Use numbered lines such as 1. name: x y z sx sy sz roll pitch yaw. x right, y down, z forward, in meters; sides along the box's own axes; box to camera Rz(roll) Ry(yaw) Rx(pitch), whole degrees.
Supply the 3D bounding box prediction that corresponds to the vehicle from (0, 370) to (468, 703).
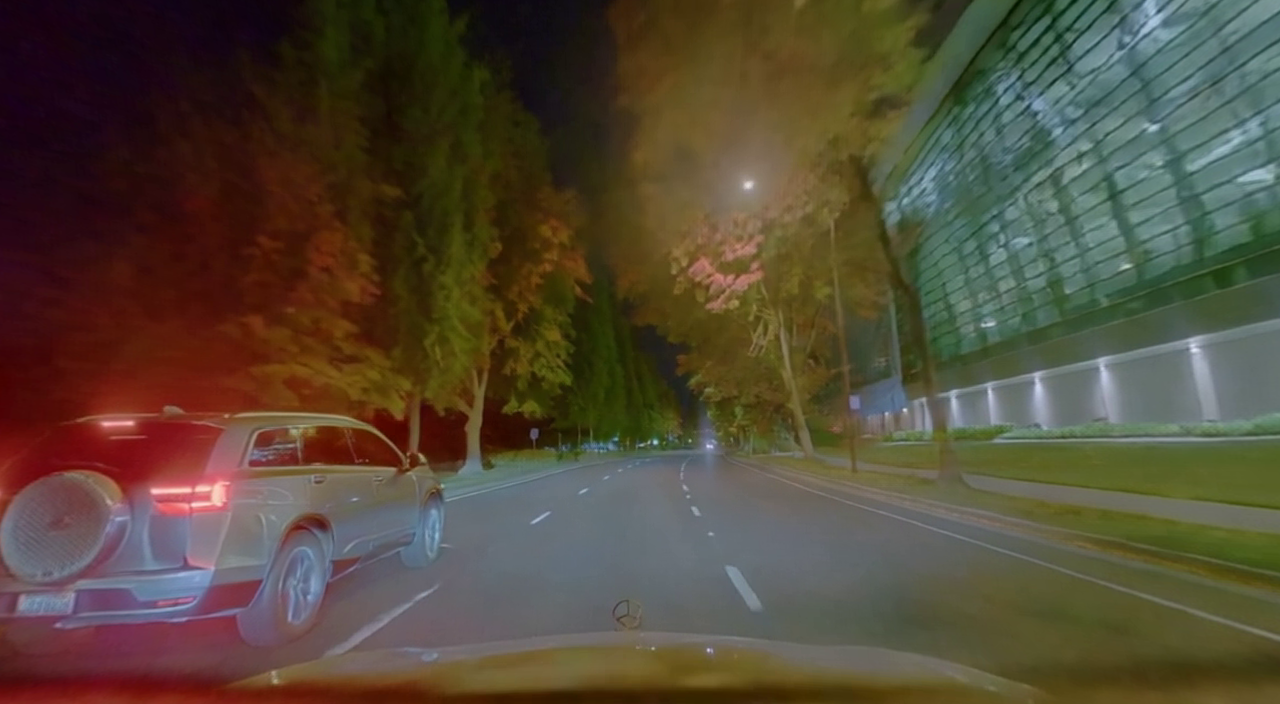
1. vehicle: -3.120 1.259 5.113 2.067 1.700 4.561 0 -8 1
